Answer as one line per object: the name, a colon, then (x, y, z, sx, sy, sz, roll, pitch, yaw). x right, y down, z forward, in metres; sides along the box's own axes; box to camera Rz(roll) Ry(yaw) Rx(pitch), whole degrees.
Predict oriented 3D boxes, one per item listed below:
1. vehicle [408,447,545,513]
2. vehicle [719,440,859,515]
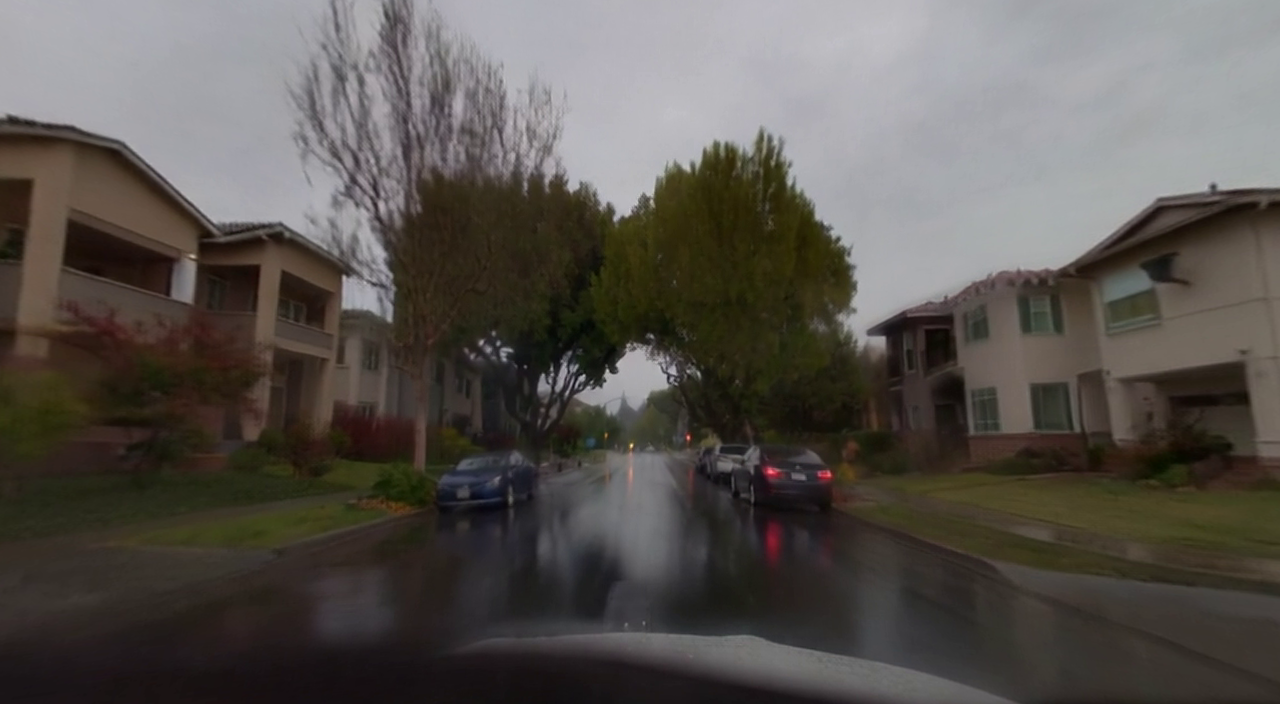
vehicle: (-3.756, 3.006, 15.319, 1.995, 1.330, 4.080, -1, -8, 4)
vehicle: (3.244, 2.846, 15.011, 2.000, 1.456, 5.251, 0, -8, -1)
